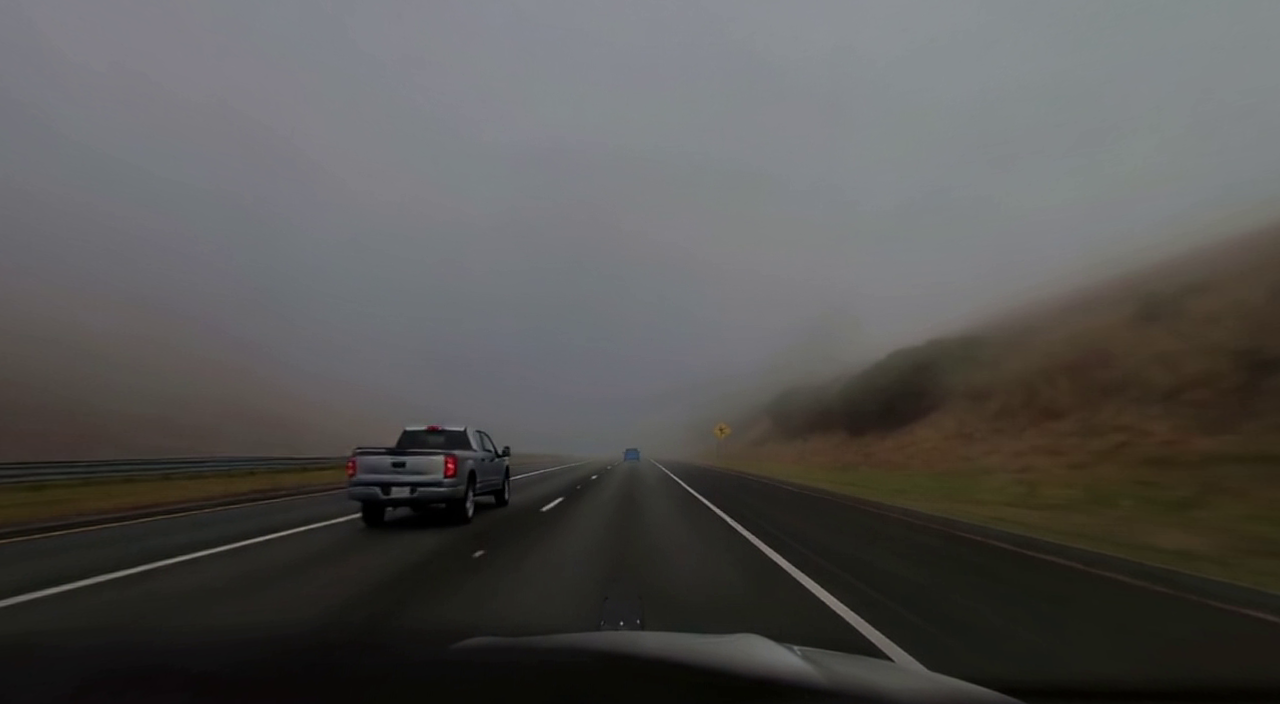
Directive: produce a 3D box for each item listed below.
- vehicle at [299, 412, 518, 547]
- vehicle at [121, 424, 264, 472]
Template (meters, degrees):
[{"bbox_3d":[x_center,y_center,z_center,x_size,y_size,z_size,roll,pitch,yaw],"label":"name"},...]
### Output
[{"bbox_3d":[-3.633,2.122,11.113,1.942,1.828,4.868,0,-9,1],"label":"vehicle"},{"bbox_3d":[-15.636,3.415,22.418,1.756,1.488,4.446,0,-9,1],"label":"vehicle"}]
